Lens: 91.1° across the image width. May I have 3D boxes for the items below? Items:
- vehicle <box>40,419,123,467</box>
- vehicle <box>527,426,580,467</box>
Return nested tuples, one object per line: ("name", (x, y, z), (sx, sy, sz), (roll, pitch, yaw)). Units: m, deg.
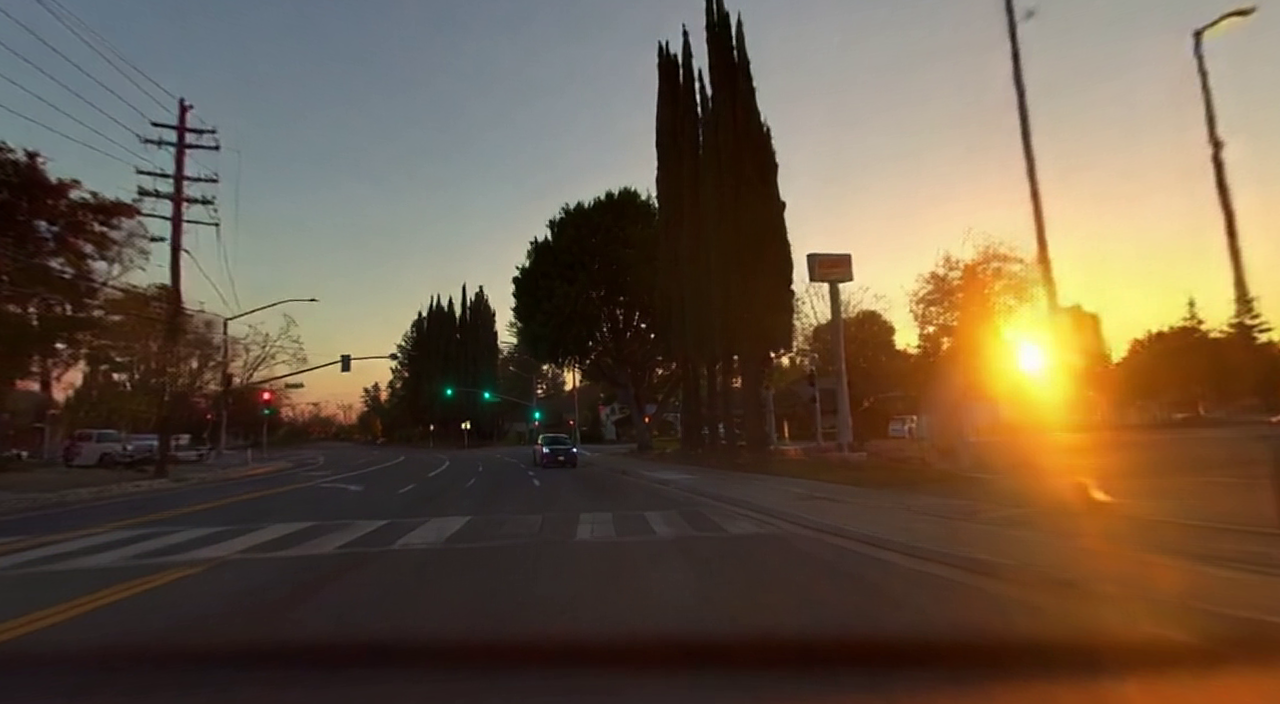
("vehicle", (-31.668, 5.162, 35.654), (2.427, 2.514, 2.560), (-5, -9, 22))
("vehicle", (-4.408, 4.680, 31.355), (2.300, 1.868, 4.690), (1, -8, -12))
